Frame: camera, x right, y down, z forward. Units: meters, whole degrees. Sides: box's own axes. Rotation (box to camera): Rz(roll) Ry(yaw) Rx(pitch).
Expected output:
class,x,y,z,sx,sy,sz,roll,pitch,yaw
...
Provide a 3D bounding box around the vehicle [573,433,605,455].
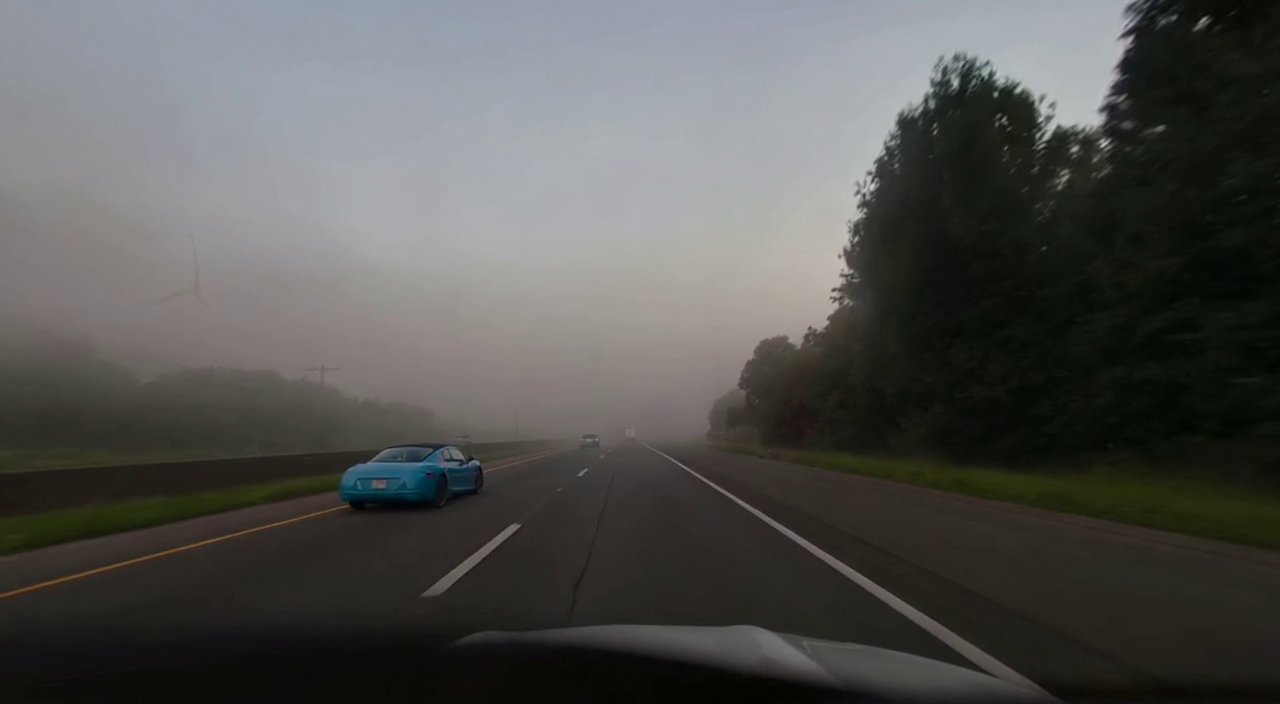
class,x,y,z,sx,sy,sz,roll,pitch,yaw
vehicle,-3.538,6.399,44.123,2.024,1.456,3.754,0,-8,-1

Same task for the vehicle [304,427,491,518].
class,x,y,z,sx,sy,sz,roll,pitch,yaw
vehicle,-4.324,2.187,12.069,1.969,1.413,4.194,0,-8,-1
